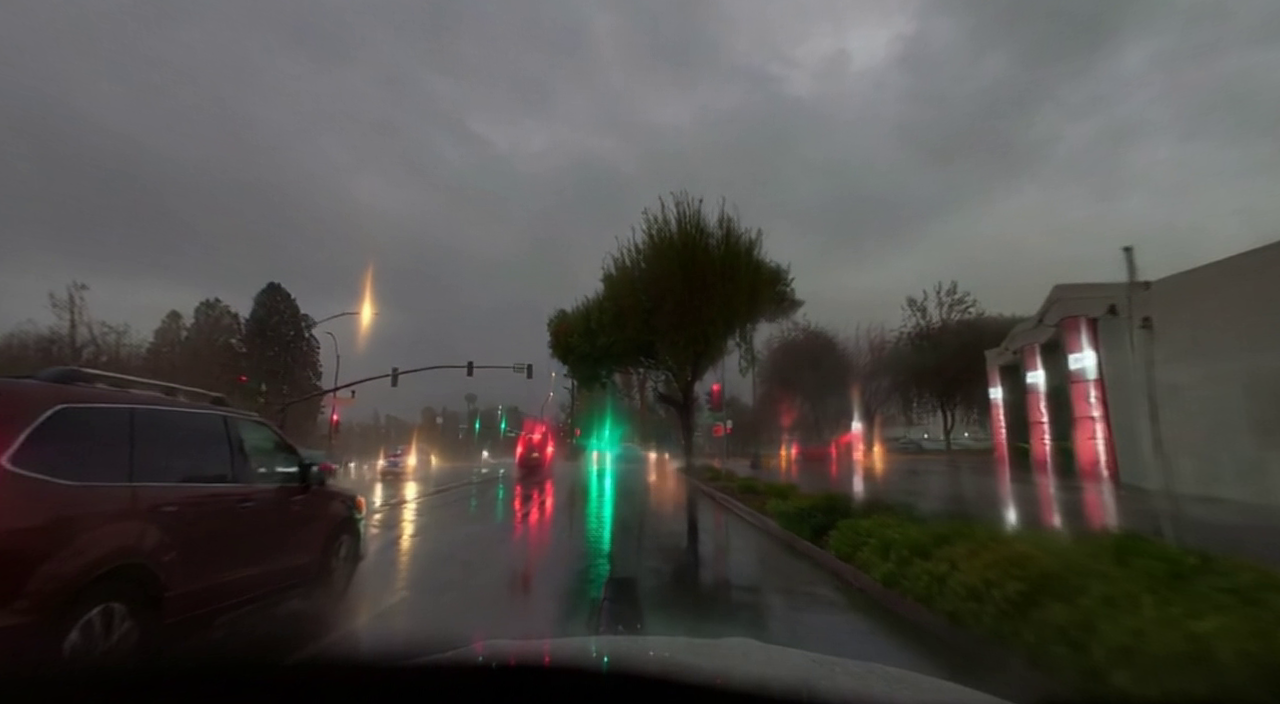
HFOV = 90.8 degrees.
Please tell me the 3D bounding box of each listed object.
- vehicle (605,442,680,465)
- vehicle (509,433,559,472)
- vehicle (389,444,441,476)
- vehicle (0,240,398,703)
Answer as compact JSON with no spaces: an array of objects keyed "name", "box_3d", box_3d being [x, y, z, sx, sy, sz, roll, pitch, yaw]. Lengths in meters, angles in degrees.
[{"name":"vehicle","box_3d":[0.146,7.578,47.457,5.257,1.627,2.161,-5,-10,30]},{"name":"vehicle","box_3d":[-5.290,5.107,32.092,2.134,1.799,5.082,1,-9,-6]},{"name":"vehicle","box_3d":[-12.186,5.853,34.506,1.925,1.631,4.250,1,-9,-10]},{"name":"vehicle","box_3d":[-3.395,0.665,2.642,2.509,1.885,5.831,0,-9,-1]}]
